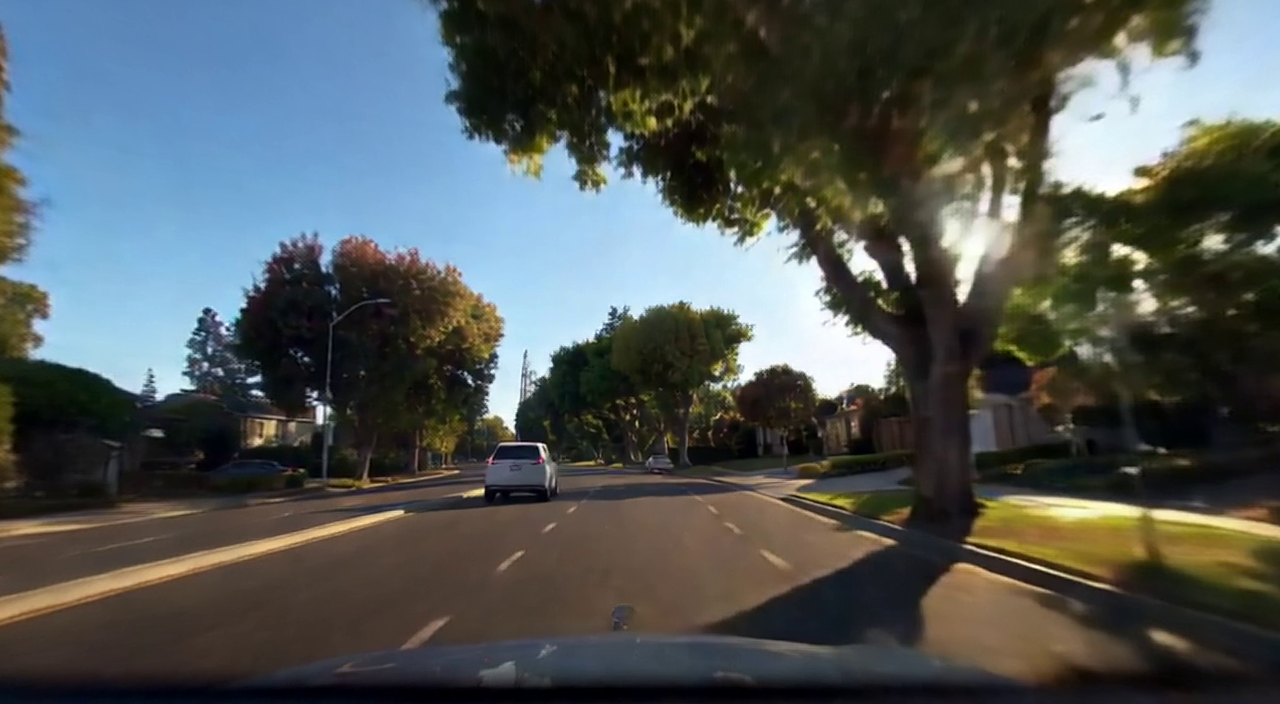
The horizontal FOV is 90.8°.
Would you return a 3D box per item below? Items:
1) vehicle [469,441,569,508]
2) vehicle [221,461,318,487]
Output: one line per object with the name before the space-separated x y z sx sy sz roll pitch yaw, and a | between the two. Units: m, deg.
vehicle | -3.514 3.634 19.238 2.175 1.772 4.442 0 -9 0
vehicle | -22.009 7.239 37.663 4.525 1.455 1.821 1 -9 -5
